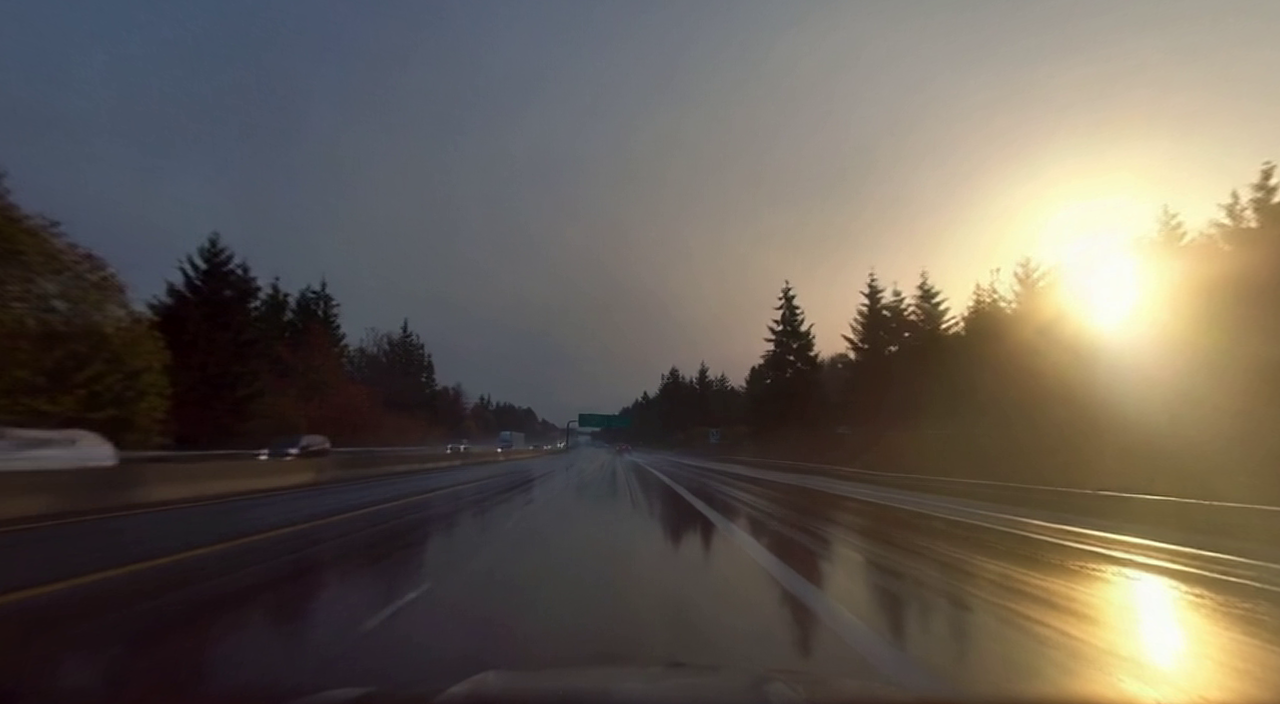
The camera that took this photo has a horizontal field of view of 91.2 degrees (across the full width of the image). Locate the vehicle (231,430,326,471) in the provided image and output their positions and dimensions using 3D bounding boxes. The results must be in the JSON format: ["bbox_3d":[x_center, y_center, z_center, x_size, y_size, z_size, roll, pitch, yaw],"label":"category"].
[{"bbox_3d":[-18.047,4.980,31.609,2.009,1.883,4.660,0,-9,-1],"label":"vehicle"}]

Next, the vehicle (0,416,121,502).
[{"bbox_3d":[-12.553,1.958,11.435,2.021,1.545,4.889,0,-9,-1],"label":"vehicle"}]
